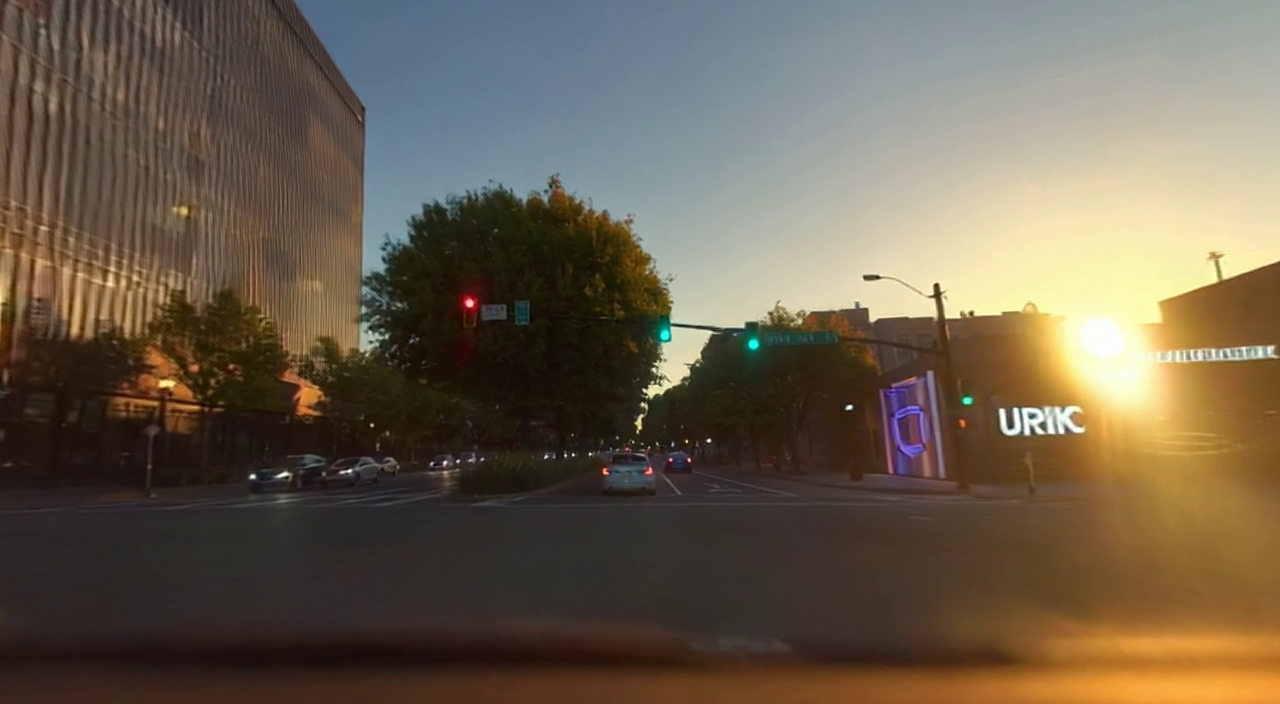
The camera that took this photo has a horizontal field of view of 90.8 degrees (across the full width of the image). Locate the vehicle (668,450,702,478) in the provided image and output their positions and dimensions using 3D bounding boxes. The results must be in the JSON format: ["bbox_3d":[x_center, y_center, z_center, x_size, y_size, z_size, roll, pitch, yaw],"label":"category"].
[{"bbox_3d":[3.239,8.101,46.009,2.078,1.799,4.089,1,-8,0],"label":"vehicle"}]

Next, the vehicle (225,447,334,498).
[{"bbox_3d":[-15.788,5.262,28.058,2.119,1.815,4.795,-3,-7,-1],"label":"vehicle"}]

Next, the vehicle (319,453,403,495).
[{"bbox_3d":[-12.483,5.437,28.608,2.000,1.507,4.286,-3,-7,-2],"label":"vehicle"}]

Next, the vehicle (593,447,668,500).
[{"bbox_3d":[-0.306,3.797,20.166,2.144,1.398,3.963,2,-8,-1],"label":"vehicle"}]
